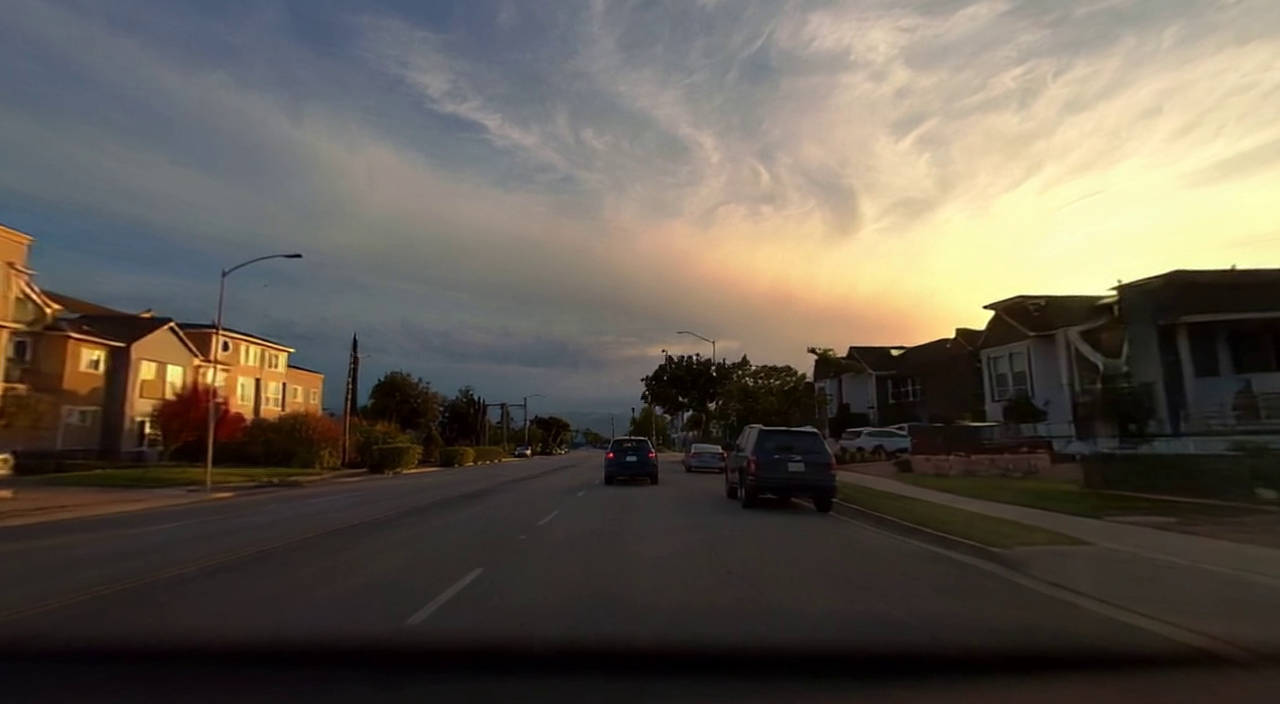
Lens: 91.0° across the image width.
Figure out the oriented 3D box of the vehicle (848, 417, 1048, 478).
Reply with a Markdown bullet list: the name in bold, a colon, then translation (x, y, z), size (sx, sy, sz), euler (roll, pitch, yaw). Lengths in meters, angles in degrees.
- **vehicle**: translation (10.629, 3.354, 22.099), size (5.709, 2.017, 2.435), euler (0, -9, -2)

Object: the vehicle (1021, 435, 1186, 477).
- **vehicle**: translation (16.294, 3.667, 22.295), size (4.317, 1.420, 1.828), euler (0, -9, 1)

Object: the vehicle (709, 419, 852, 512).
- **vehicle**: translation (3.225, 2.761, 15.780), size (2.416, 1.922, 5.023), euler (0, -9, 0)

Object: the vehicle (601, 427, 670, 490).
- **vehicle**: translation (-0.181, 3.478, 20.867), size (1.994, 1.810, 5.057), euler (0, -9, -1)
